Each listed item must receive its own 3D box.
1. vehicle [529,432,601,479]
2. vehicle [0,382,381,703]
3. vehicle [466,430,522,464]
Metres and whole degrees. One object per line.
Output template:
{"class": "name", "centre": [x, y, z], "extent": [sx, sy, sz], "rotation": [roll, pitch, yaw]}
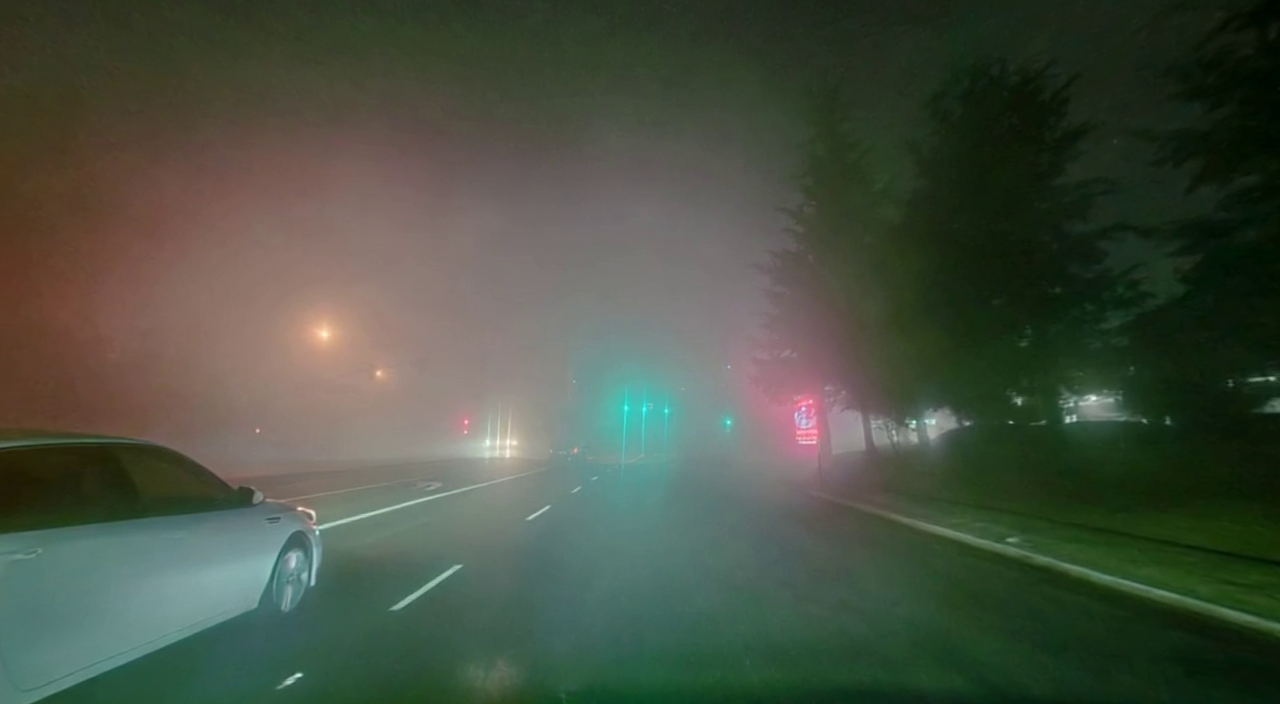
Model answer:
{"class": "vehicle", "centre": [-2.877, 4.108, 25.293], "extent": [2.109, 1.692, 4.220], "rotation": [-1, -8, 4]}
{"class": "vehicle", "centre": [-3.206, 0.984, 3.058], "extent": [2.018, 1.477, 4.401], "rotation": [0, -8, 0]}
{"class": "vehicle", "centre": [-8.785, 5.776, 38.370], "extent": [2.030, 1.906, 4.661], "rotation": [-1, -8, 3]}
